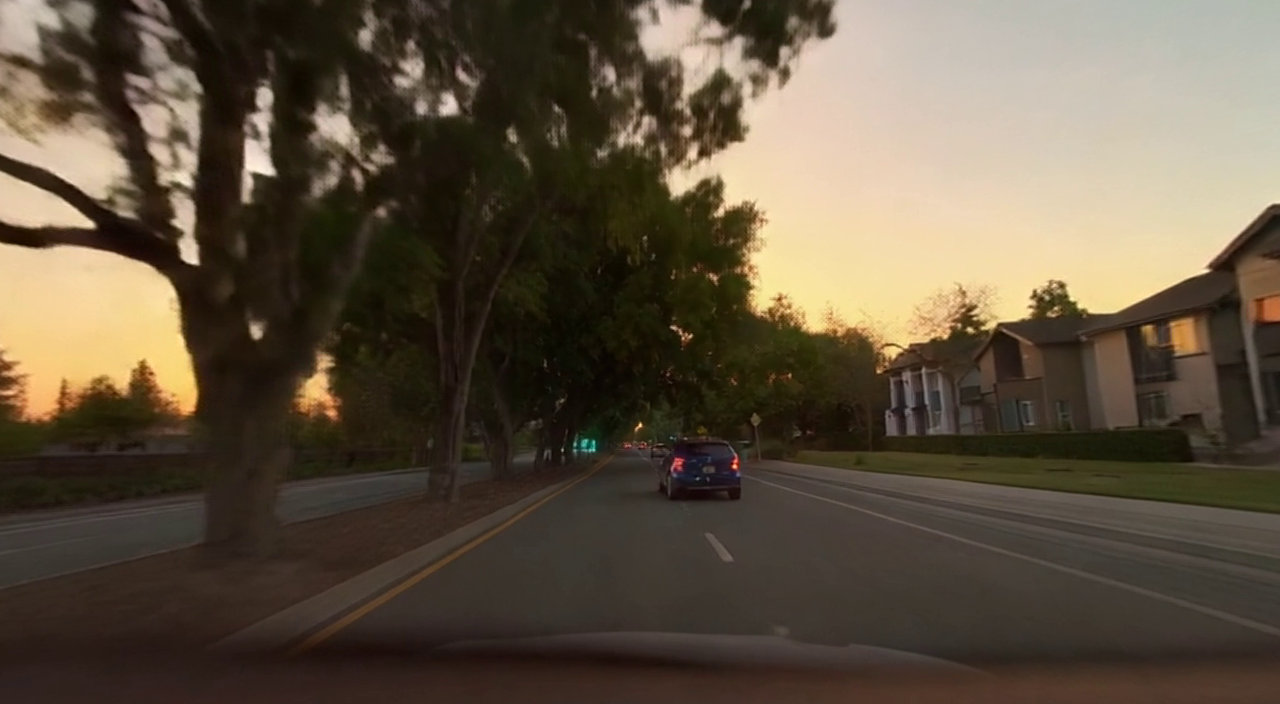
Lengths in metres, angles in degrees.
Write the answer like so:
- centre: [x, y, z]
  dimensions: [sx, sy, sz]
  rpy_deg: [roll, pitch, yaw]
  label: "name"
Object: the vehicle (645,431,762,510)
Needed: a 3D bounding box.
- centre: [1.317, 2.766, 15.263]
  dimensions: [2.066, 1.603, 4.475]
  rpy_deg: [0, -9, -4]
  label: "vehicle"
